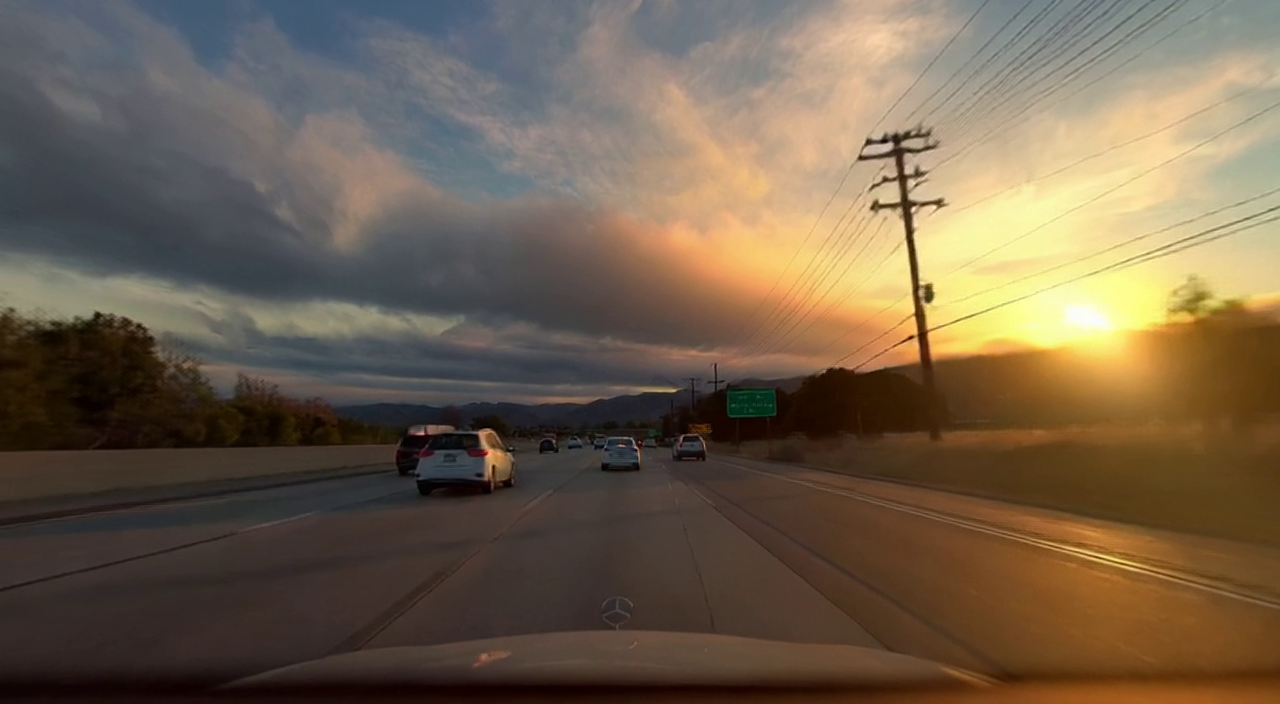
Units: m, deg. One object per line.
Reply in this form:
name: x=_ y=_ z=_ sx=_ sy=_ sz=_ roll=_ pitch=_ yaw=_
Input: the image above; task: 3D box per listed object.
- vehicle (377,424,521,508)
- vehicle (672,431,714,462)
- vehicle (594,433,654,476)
vehicle: x=-4.127 y=2.504 z=14.528 sx=1.901 sy=1.601 sz=4.610 roll=0 pitch=-8 yaw=0
vehicle: x=3.072 y=5.603 z=37.631 sx=1.950 sy=1.695 sz=4.446 roll=0 pitch=-8 yaw=-3
vehicle: x=-0.586 y=3.836 z=23.861 sx=2.086 sy=1.488 sz=3.440 roll=0 pitch=-8 yaw=-1
